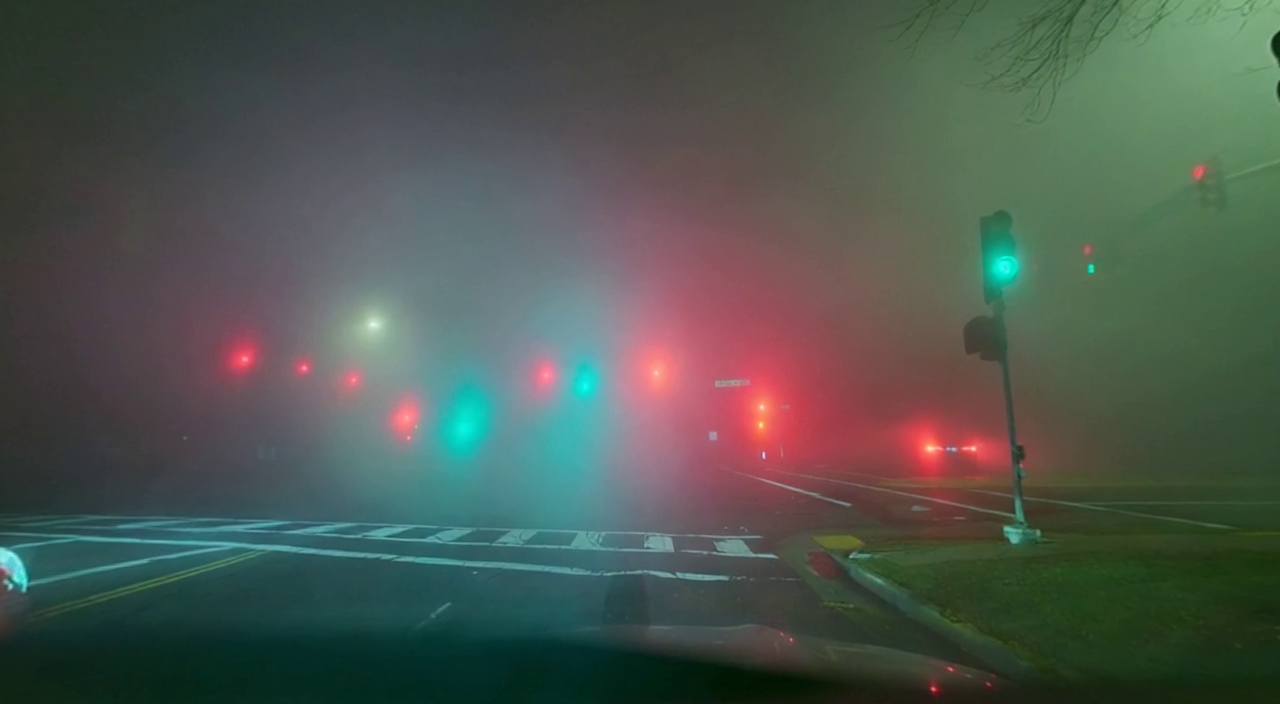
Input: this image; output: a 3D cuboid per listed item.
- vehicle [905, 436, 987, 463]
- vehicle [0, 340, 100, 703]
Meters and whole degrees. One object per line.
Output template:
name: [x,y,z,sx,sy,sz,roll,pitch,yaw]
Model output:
vehicle: [17.001,5.444,35.248,3.952,1.468,1.768,-4,-9,22]
vehicle: [-3.267,0.534,0.408,1.954,1.689,4.347,0,-8,0]
